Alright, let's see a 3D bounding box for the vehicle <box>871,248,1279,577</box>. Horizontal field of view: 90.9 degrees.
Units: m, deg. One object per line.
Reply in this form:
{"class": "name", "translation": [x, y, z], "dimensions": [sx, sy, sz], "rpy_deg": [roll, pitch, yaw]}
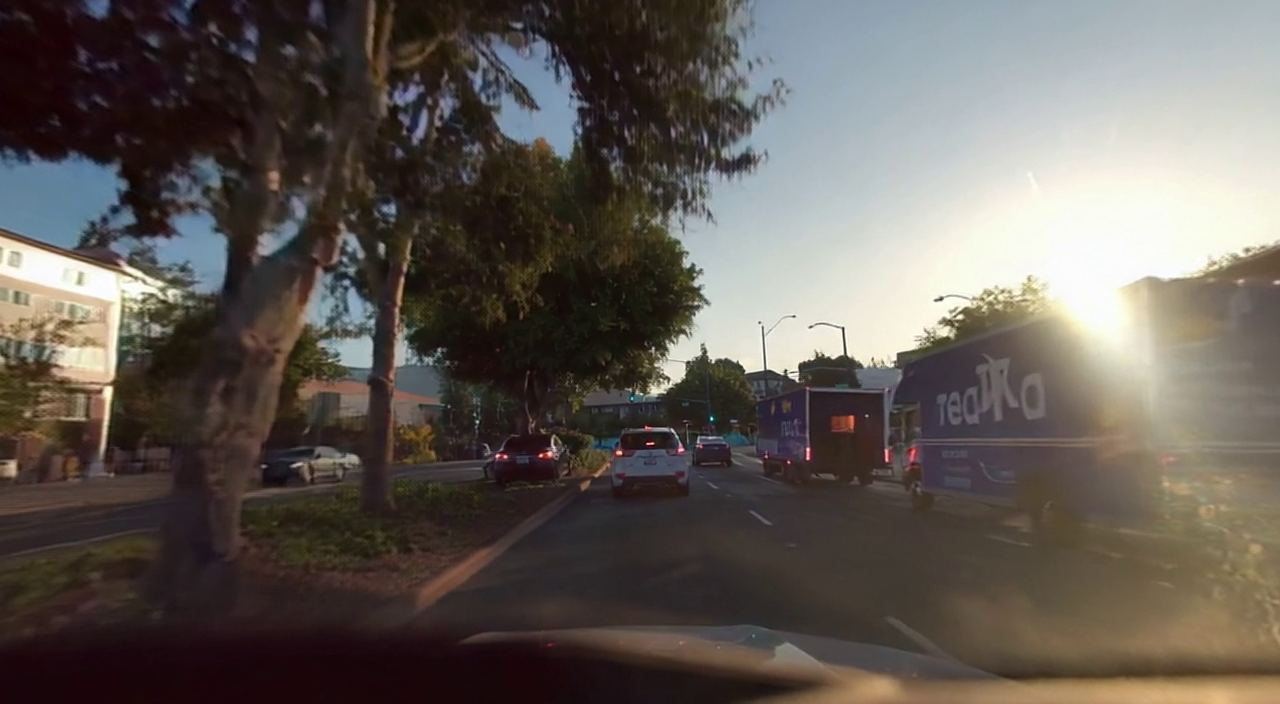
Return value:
{"class": "vehicle", "translation": [6.737, 1.114, 10.371], "dimensions": [2.891, 3.361, 7.843], "rpy_deg": [-1, -8, 0]}

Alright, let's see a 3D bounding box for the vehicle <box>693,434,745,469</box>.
{"class": "vehicle", "translation": [3.767, 4.791, 30.690], "dimensions": [2.075, 1.540, 4.411], "rpy_deg": [-1, -8, 2]}

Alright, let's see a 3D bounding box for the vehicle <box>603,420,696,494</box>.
{"class": "vehicle", "translation": [0.257, 2.785, 17.059], "dimensions": [2.209, 1.718, 4.008], "rpy_deg": [-1, -8, 1]}

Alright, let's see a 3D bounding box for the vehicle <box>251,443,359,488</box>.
{"class": "vehicle", "translation": [-13.331, 4.486, 25.469], "dimensions": [1.928, 1.497, 4.446], "rpy_deg": [-1, -7, 0]}

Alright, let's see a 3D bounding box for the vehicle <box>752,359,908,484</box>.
{"class": "vehicle", "translation": [6.937, 2.954, 25.208], "dimensions": [2.816, 3.804, 10.315], "rpy_deg": [-3, -9, 0]}

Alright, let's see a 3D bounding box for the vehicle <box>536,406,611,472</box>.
{"class": "vehicle", "translation": [-3.017, 4.232, 30.577], "dimensions": [2.715, 2.791, 7.171], "rpy_deg": [-1, -8, 1]}

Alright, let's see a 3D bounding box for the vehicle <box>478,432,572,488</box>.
{"class": "vehicle", "translation": [-3.390, 3.280, 19.524], "dimensions": [2.008, 1.500, 4.369], "rpy_deg": [-1, -8, 1]}
